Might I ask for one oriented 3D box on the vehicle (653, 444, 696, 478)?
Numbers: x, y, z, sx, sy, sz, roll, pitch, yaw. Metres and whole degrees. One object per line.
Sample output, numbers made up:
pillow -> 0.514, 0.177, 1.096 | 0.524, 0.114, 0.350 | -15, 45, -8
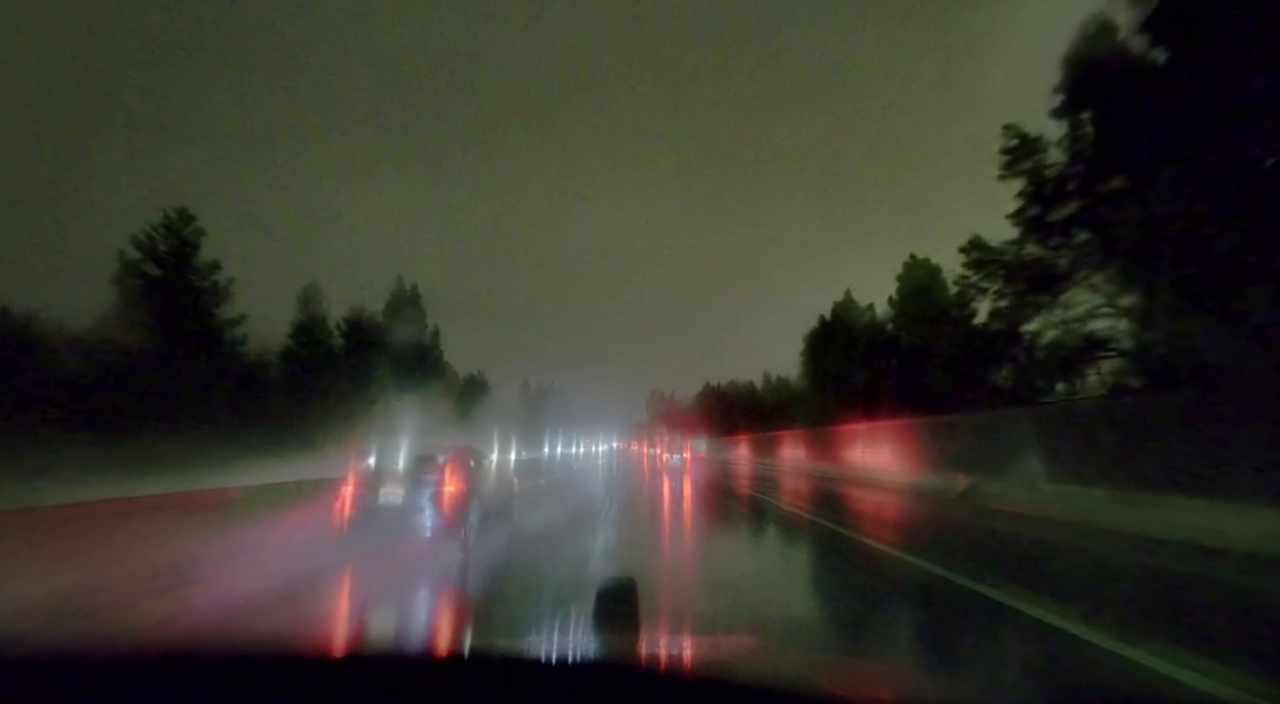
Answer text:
vehicle -> 1.643, 5.344, 30.920 | 1.910, 1.554, 3.718 | 0, -9, 0

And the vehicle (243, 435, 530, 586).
vehicle -> -2.899, 1.900, 8.377 | 2.013, 1.479, 4.169 | 0, -9, 1
